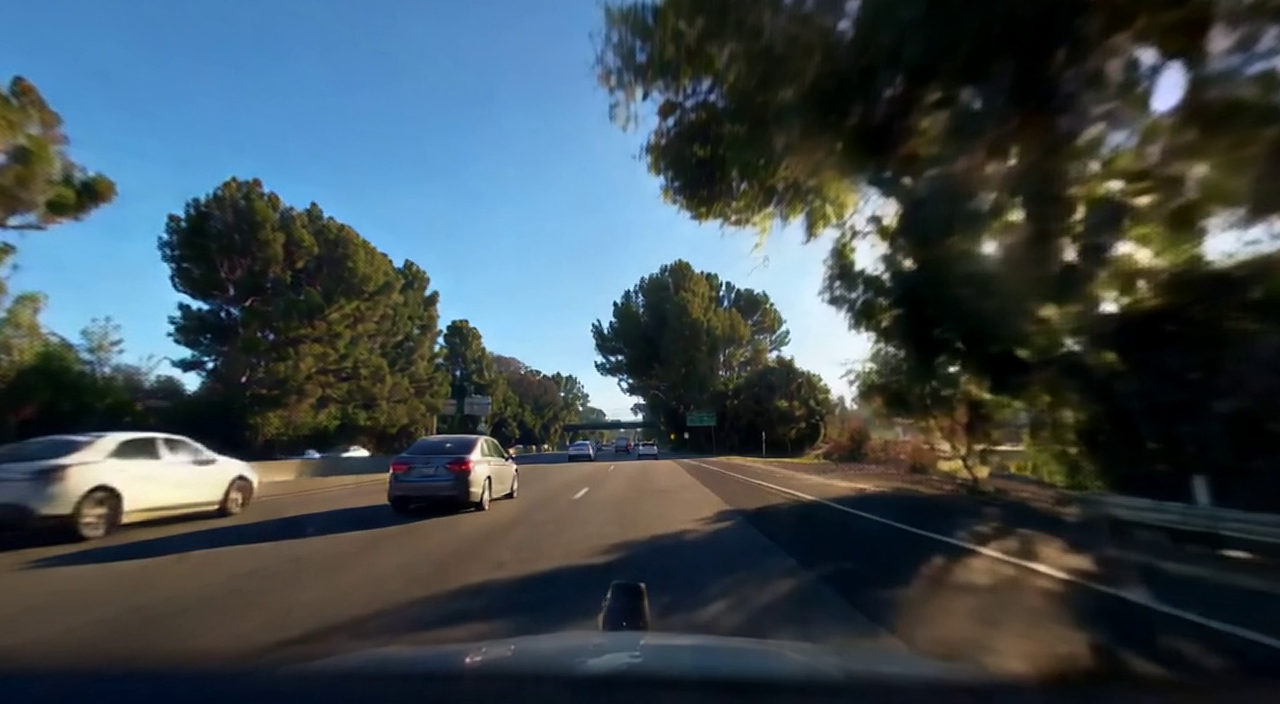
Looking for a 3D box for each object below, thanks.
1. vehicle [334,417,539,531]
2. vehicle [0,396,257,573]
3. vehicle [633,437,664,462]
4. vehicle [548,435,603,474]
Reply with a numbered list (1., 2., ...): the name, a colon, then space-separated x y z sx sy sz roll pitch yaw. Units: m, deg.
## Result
1. vehicle: -3.425 2.181 11.904 2.040 1.672 5.122 0 -8 2
2. vehicle: -7.314 1.493 7.463 2.134 1.715 5.231 0 -8 1
3. vehicle: 0.620 7.347 47.354 2.285 1.797 4.478 0 -8 0
4. vehicle: -3.007 4.864 30.027 2.056 1.679 4.204 0 -8 2
